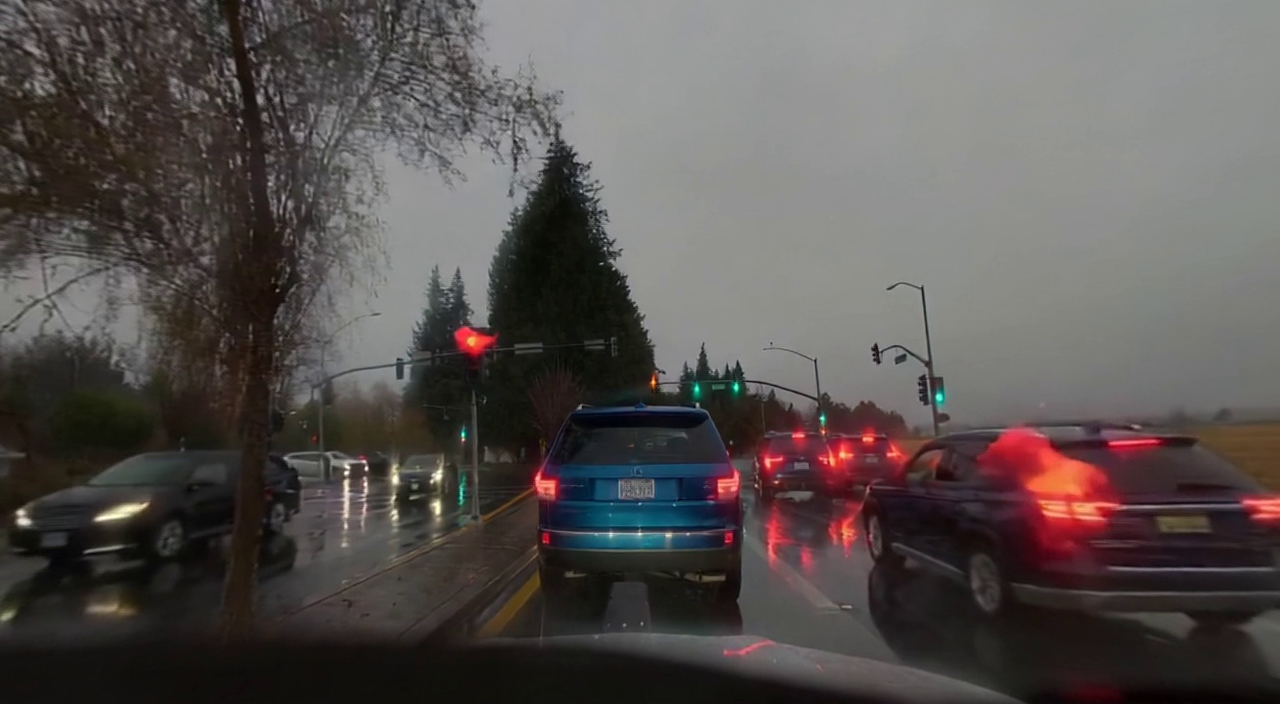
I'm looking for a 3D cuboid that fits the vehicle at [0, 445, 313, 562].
[{"bbox_3d":[-8.452,2.588,11.713,2.026,1.680,4.608,-1,-8,4],"label":"vehicle"}]

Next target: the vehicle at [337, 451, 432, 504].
[{"bbox_3d":[-8.398,4.113,21.200,2.265,1.458,4.559,2,-9,-14],"label":"vehicle"}]

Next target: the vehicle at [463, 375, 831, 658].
[{"bbox_3d":[0.041,1.330,6.113,2.298,1.770,4.138,0,-8,0],"label":"vehicle"}]

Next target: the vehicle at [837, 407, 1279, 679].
[{"bbox_3d":[3.498,1.357,5.636,2.097,1.473,4.252,0,-8,0],"label":"vehicle"}]
